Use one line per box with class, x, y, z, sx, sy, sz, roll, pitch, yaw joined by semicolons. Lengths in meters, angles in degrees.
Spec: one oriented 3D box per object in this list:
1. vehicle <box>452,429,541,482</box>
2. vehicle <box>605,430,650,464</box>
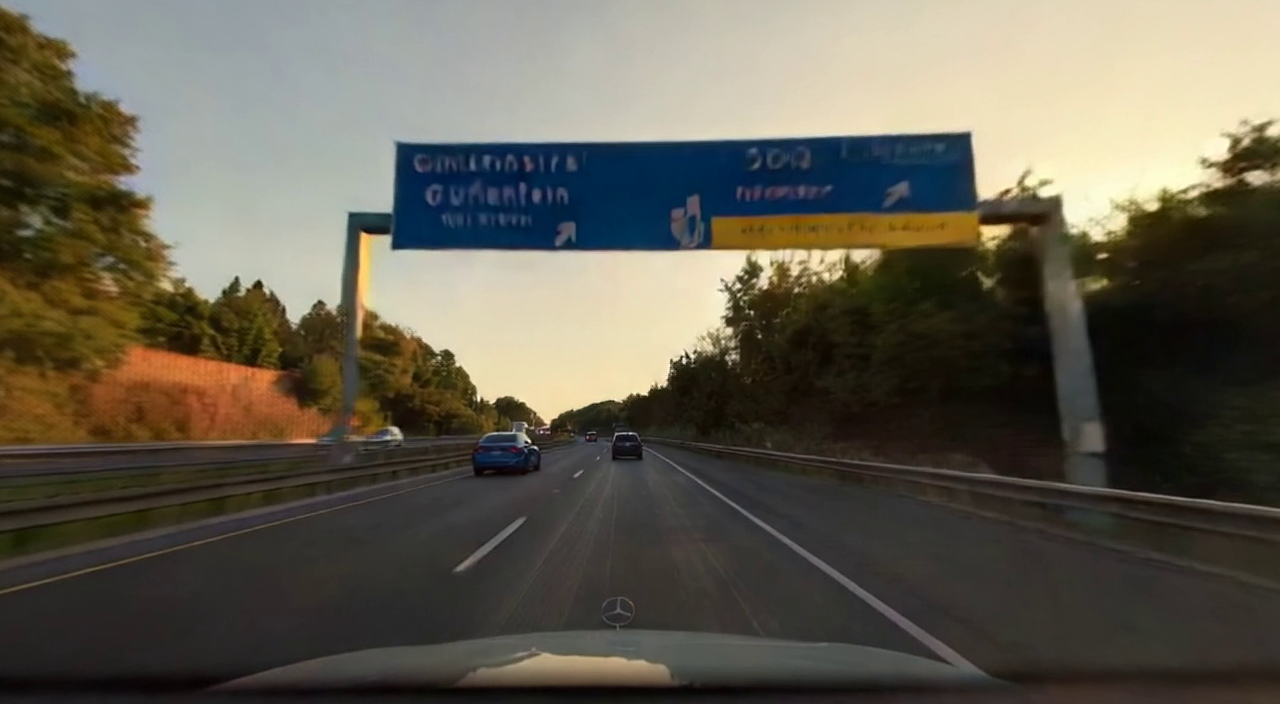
vehicle;-4.545;3.316;20.584;1.975;1.518;4.242;0;-8;-1
vehicle;-0.655;4.908;32.795;2.162;1.616;4.242;0;-8;-1
